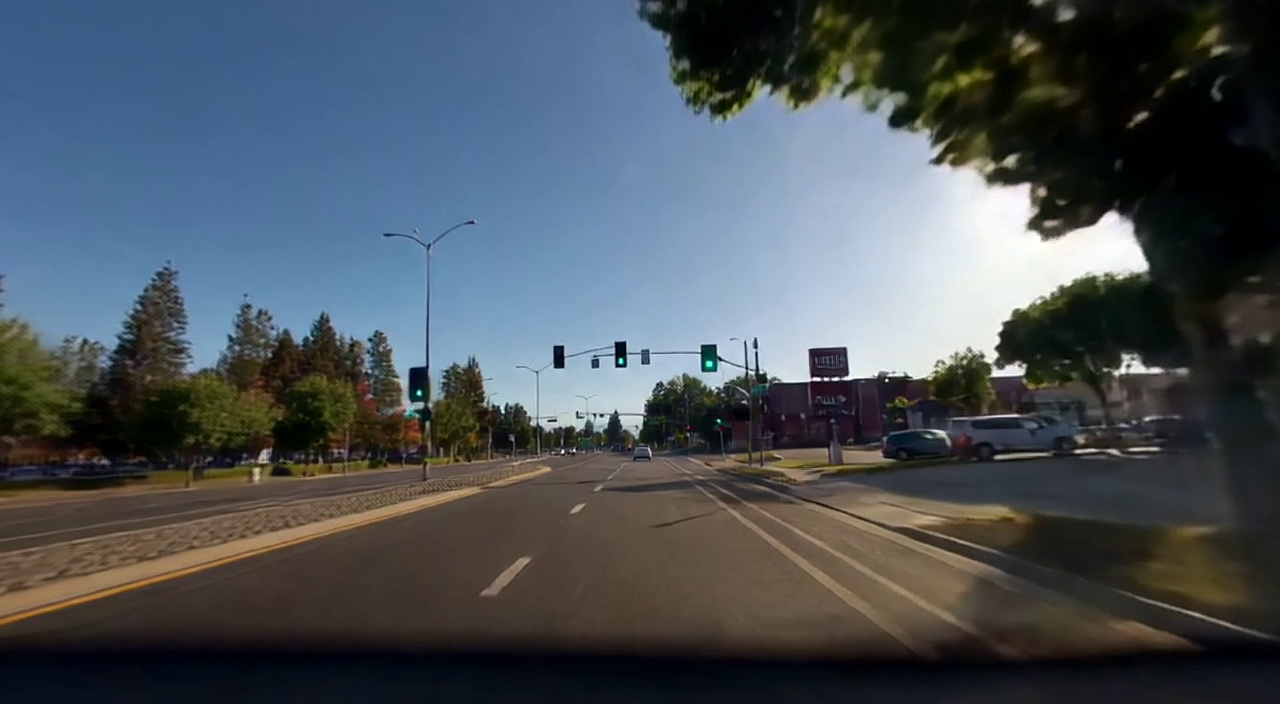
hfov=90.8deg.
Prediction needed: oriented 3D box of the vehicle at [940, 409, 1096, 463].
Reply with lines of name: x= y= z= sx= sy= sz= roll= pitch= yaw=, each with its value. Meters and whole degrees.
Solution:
vehicle: x=13.988 y=3.140 z=23.580 sx=4.514 sy=1.929 sz=1.991 roll=0 pitch=-8 yaw=-4
